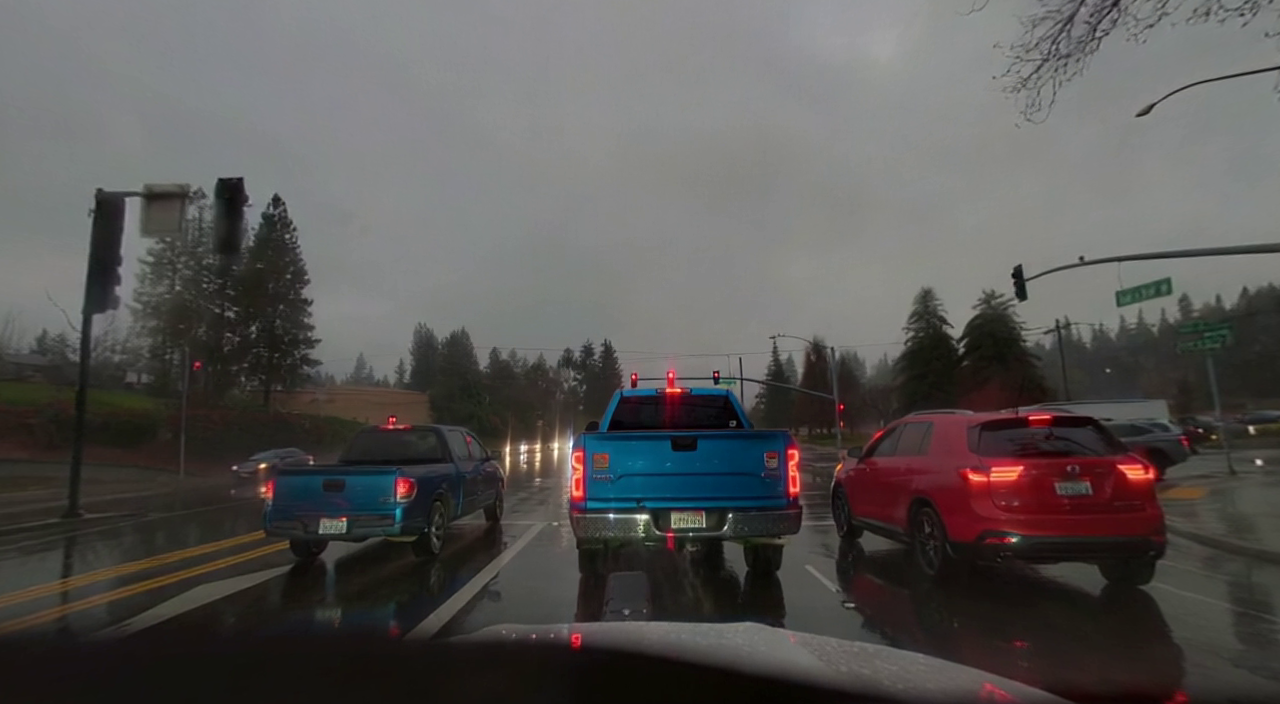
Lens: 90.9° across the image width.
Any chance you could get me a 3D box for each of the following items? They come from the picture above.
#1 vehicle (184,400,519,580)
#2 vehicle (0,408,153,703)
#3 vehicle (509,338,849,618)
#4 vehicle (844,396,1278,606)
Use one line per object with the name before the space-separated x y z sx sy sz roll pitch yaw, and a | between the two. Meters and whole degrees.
vehicle | -3.291 1.691 8.580 2.125 1.739 4.707 0 -8 3
vehicle | -3.387 0.708 0.655 1.998 1.481 4.656 0 -8 1
vehicle | 0.326 1.274 7.156 2.505 2.084 4.768 0 -8 1
vehicle | 4.050 1.500 7.190 1.984 1.659 4.226 0 -8 0
